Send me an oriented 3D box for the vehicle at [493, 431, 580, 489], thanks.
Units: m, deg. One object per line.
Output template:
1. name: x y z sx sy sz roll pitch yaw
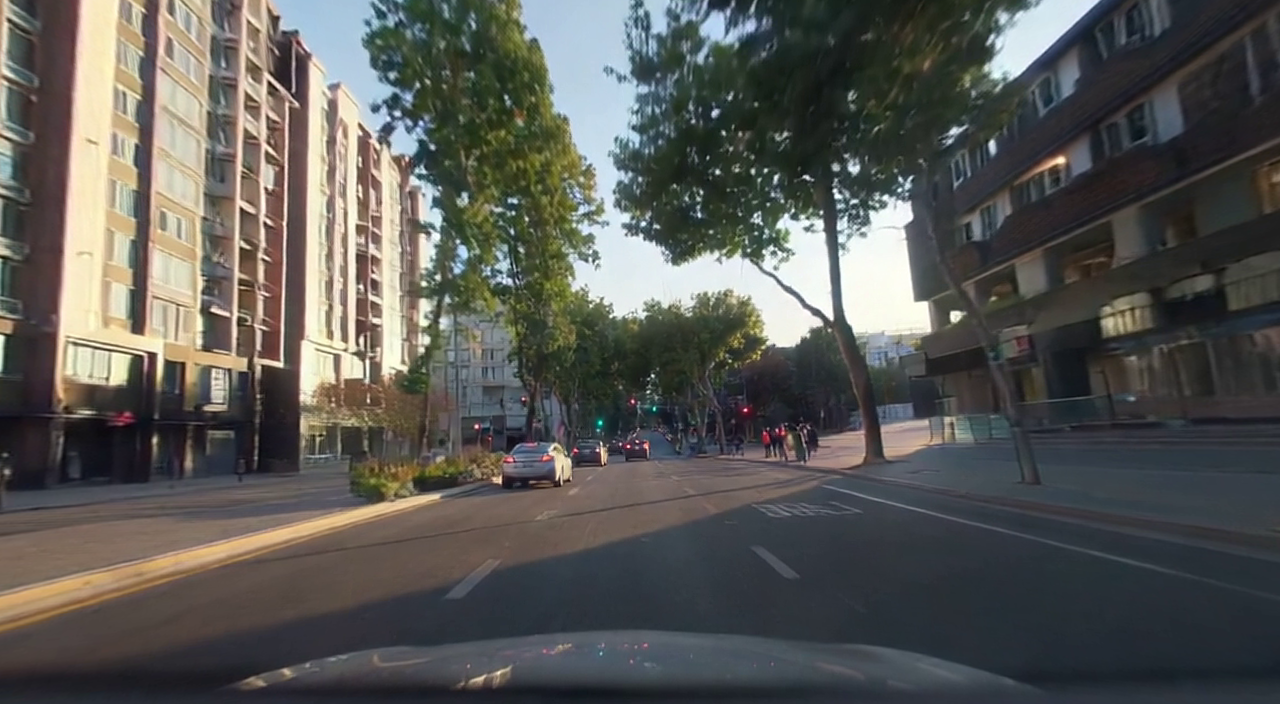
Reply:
1. vehicle: -3.327 3.577 21.236 2.116 1.725 4.315 0 -8 1

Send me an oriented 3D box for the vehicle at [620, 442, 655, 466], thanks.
1. vehicle: -0.159 6.353 39.547 2.095 1.438 3.843 0 -8 0

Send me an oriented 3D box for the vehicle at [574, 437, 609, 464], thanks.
1. vehicle: -3.439 7.092 45.457 2.152 1.802 4.628 0 -9 0
